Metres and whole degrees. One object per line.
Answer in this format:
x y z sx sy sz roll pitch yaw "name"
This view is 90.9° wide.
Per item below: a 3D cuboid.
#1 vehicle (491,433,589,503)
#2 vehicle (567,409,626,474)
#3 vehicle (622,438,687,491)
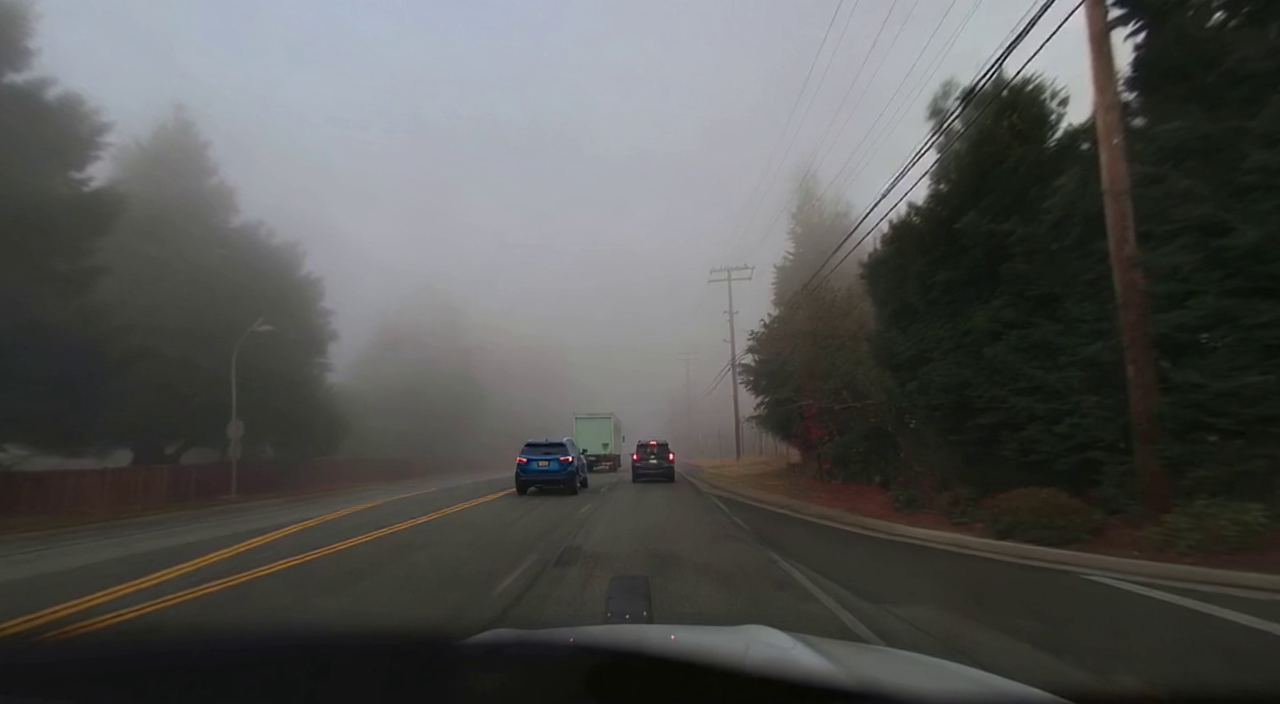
-2.873 3.463 19.155 2.093 1.832 4.508 0 -9 2 "vehicle"
-2.567 5.868 40.825 2.928 3.658 10.953 0 -9 1 "vehicle"
0.509 4.109 23.289 2.174 1.749 4.113 0 -9 0 "vehicle"
